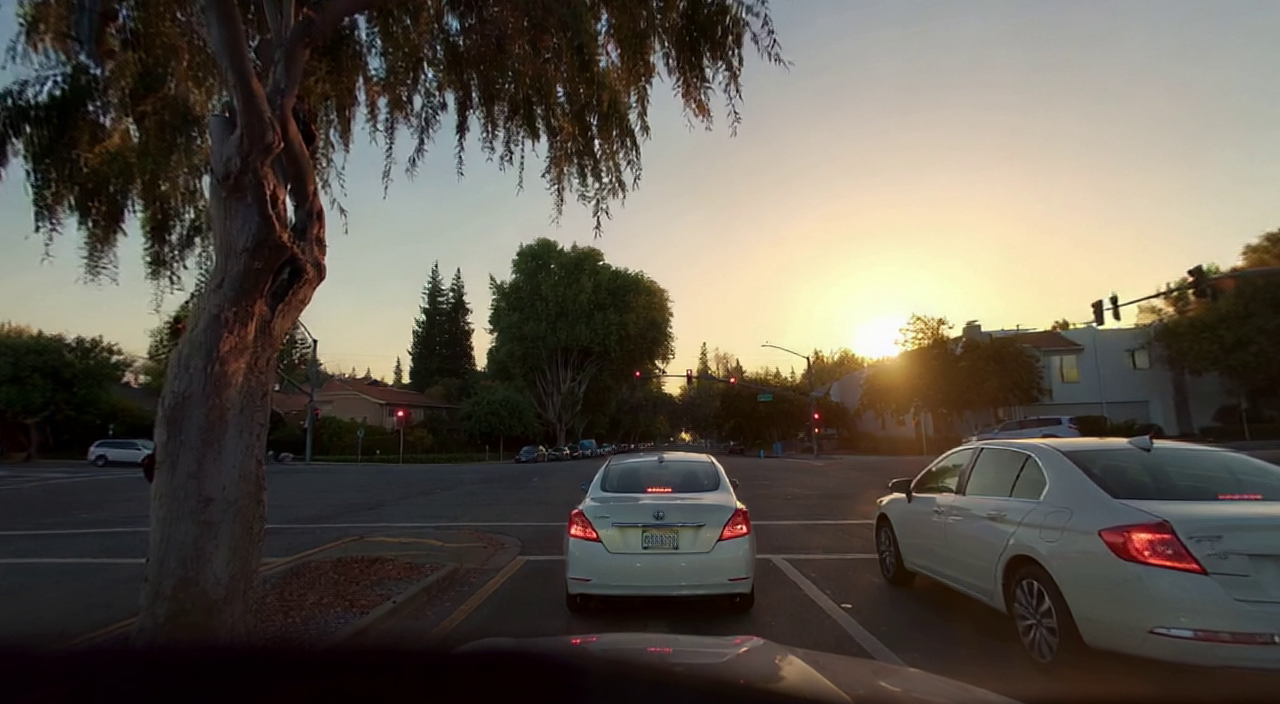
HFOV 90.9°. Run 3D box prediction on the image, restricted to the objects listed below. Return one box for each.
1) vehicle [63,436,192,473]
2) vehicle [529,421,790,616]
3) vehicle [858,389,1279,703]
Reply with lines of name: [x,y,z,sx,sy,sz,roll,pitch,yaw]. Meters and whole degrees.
vehicle: [-24.275,4.865,29.983,4.450,1.684,1.894,0,-8,0]
vehicle: [0.110,1.569,6.865,2.017,1.485,3.813,0,-8,-1]
vehicle: [3.176,1.125,3.892,1.931,1.493,4.555,0,-8,-1]
